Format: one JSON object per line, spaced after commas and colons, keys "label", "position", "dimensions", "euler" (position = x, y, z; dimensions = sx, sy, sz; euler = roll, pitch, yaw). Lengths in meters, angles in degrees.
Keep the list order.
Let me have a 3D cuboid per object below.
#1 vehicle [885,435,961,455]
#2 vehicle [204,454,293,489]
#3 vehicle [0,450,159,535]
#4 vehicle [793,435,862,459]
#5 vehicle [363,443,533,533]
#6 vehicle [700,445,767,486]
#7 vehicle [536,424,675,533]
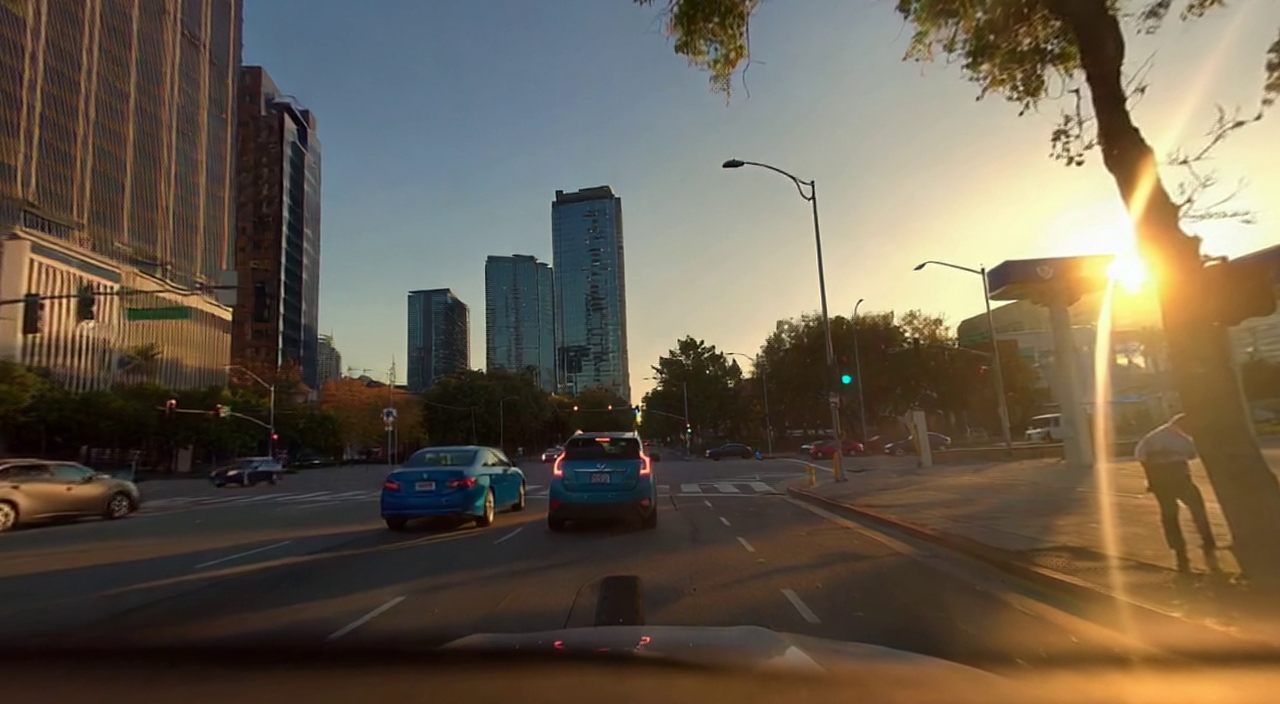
{"label": "vehicle", "position": [20.810, 6.844, 46.632], "dimensions": [4.700, 1.417, 1.789], "euler": [0, -8, 1]}
{"label": "vehicle", "position": [-21.327, 6.513, 34.681], "dimensions": [1.890, 1.691, 4.591], "euler": [0, -8, 0]}
{"label": "vehicle", "position": [-13.494, 3.002, 13.947], "dimensions": [1.995, 1.626, 4.592], "euler": [0, -8, 2]}
{"label": "vehicle", "position": [13.894, 7.074, 46.926], "dimensions": [4.524, 1.681, 1.823], "euler": [0, -8, -1]}
{"label": "vehicle", "position": [-3.610, 2.611, 12.834], "dimensions": [2.003, 1.492, 4.291], "euler": [0, -8, 1]}
{"label": "vehicle", "position": [3.832, 4.449, 25.254], "dimensions": [1.976, 1.462, 4.342], "euler": [-3, -9, 17]}
{"label": "vehicle", "position": [-0.536, 2.328, 12.226], "dimensions": [2.210, 1.722, 4.215], "euler": [0, -8, 0]}
